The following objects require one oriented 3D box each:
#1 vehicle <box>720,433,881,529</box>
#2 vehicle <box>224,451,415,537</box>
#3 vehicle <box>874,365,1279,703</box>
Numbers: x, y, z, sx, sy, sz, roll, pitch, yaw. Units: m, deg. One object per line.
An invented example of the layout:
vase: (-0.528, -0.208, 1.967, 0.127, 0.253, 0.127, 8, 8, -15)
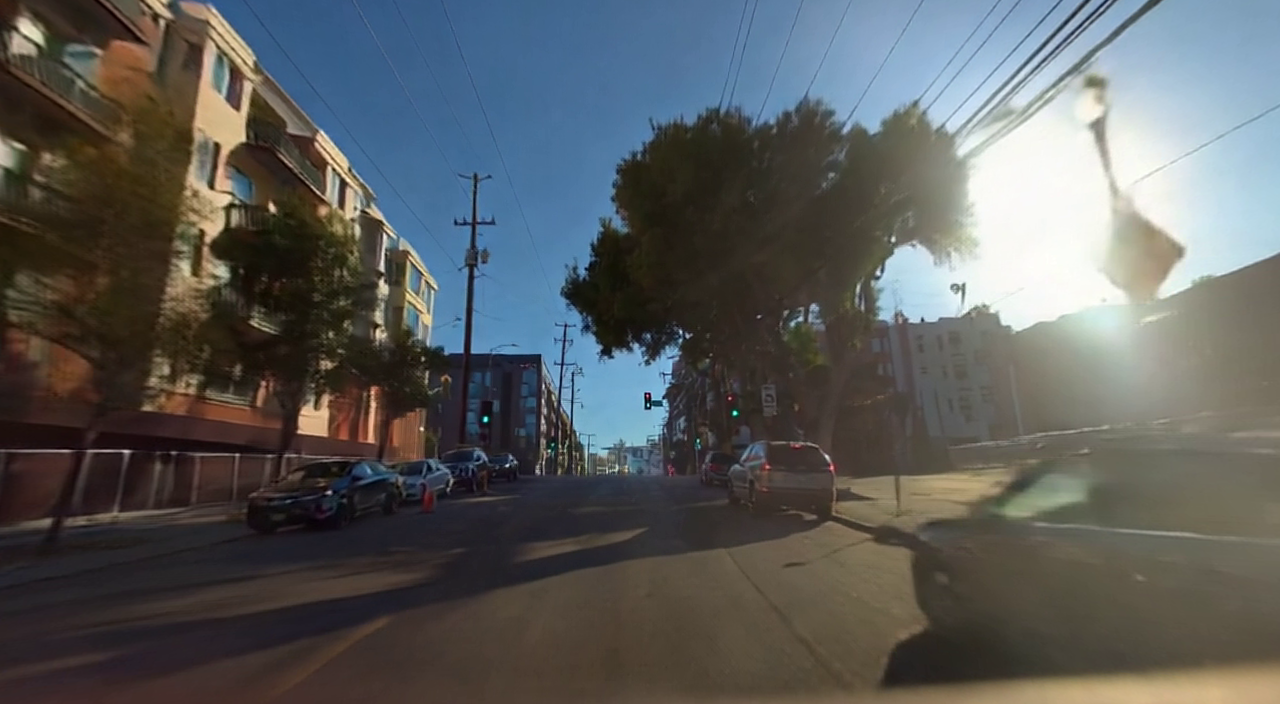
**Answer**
vehicle: (3.250, 2.723, 14.080, 2.141, 1.737, 5.009, 0, -8, -2)
vehicle: (-6.472, 2.870, 13.436, 1.968, 1.450, 4.271, 0, -8, -3)
vehicle: (3.184, 1.058, 3.324, 2.155, 1.648, 4.282, 0, -8, -1)
